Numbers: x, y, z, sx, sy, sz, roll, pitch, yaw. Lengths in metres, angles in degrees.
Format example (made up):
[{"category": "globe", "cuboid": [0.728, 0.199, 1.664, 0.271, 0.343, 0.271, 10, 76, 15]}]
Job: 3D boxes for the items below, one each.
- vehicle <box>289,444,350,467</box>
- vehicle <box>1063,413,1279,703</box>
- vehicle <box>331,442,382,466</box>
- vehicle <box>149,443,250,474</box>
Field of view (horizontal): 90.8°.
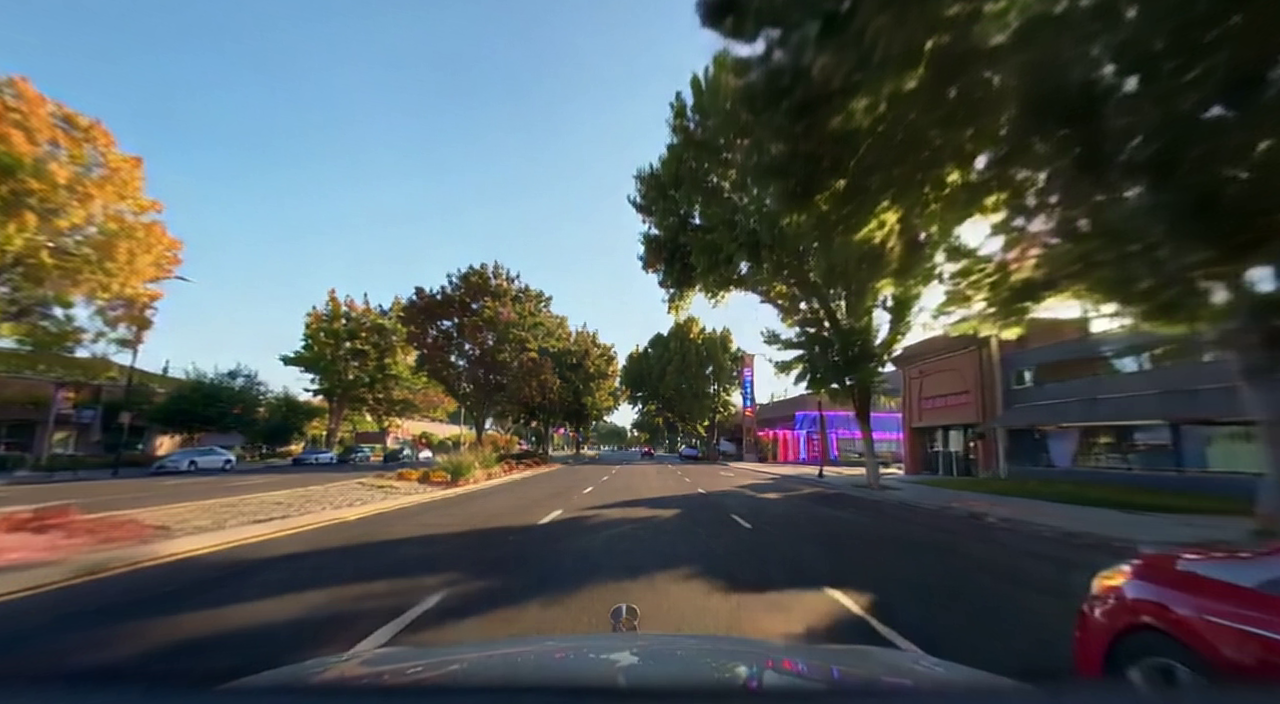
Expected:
[{"category": "vehicle", "cuboid": [-22.342, 7.231, 44.243, 1.846, 1.452, 4.484, 0, -9, 1]}, {"category": "vehicle", "cuboid": [3.218, 0.767, 0.948, 2.004, 1.470, 4.544, 0, -9, 0]}, {"category": "vehicle", "cuboid": [-22.232, 8.057, 49.719, 1.902, 1.609, 4.689, -6, -10, -1]}, {"category": "vehicle", "cuboid": [-22.189, 5.377, 32.042, 1.771, 1.445, 4.321, -1, -9, 4]}]
